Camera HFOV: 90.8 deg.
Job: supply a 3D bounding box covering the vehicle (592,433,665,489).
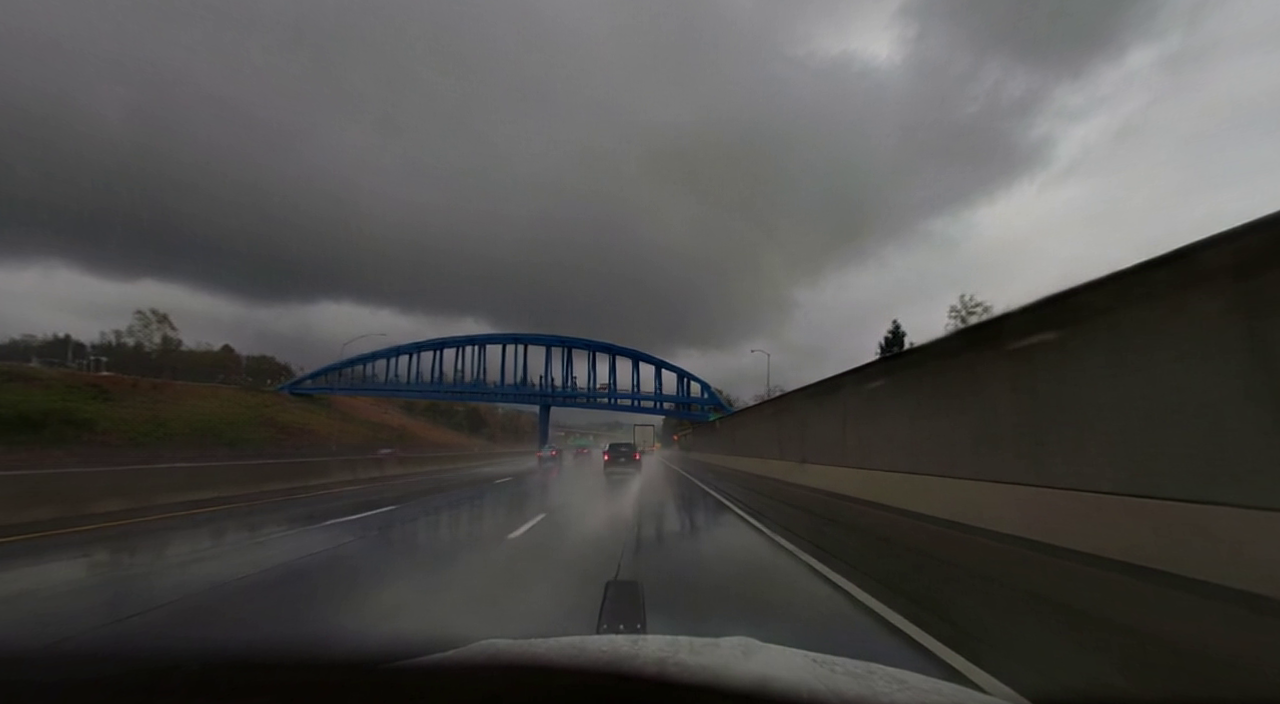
[{"bbox_3d":[-0.323,3.814,22.326,2.299,1.716,4.579,-1,-9,1],"label":"vehicle"}]
